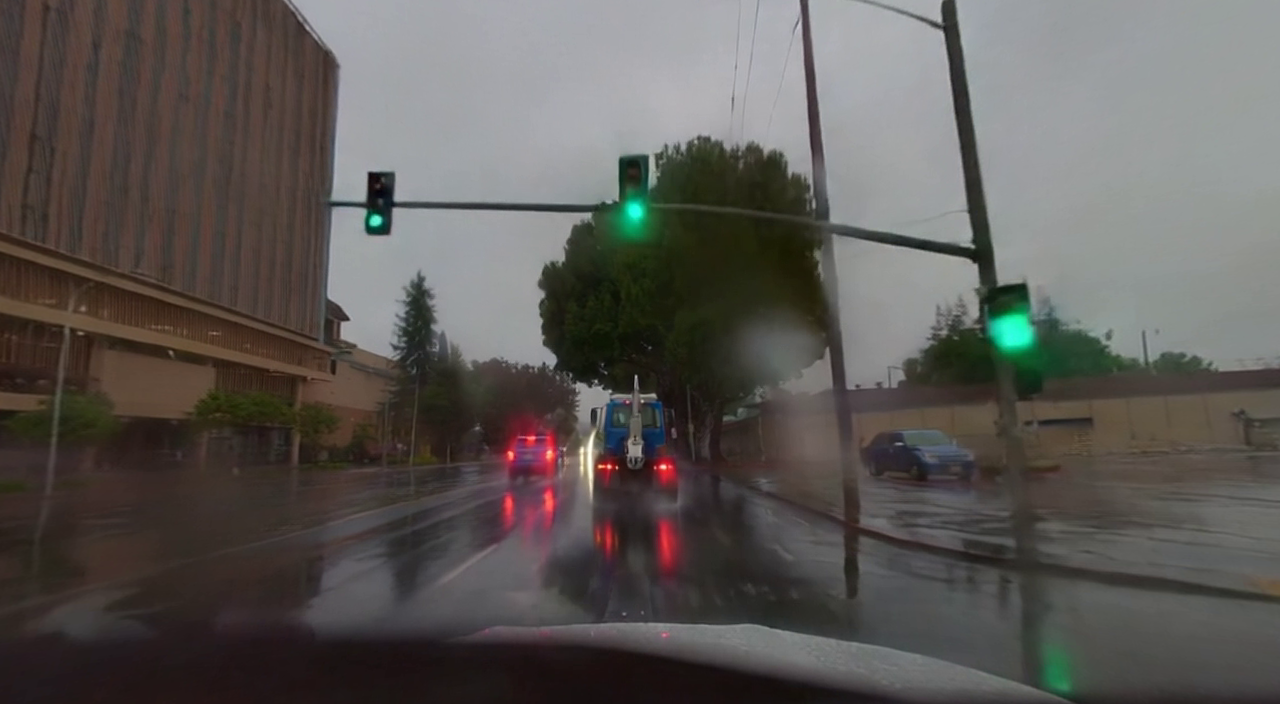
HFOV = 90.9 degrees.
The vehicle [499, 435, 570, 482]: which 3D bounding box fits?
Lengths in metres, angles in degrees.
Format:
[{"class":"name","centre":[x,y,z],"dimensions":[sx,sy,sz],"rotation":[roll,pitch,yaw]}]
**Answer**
[{"class":"vehicle","centre":[-4.063,4.177,25.034],"dimensions":[2.081,1.688,4.235],"rotation":[0,-9,0]}]

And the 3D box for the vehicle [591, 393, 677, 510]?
[{"class":"vehicle","centre":[-0.381,3.777,24.419],"dimensions":[2.552,3.461,11.044],"rotation":[0,-8,-2]}]

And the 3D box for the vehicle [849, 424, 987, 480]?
[{"class":"vehicle","centre":[9.893,3.618,22.976],"dimensions":[2.186,1.783,4.716],"rotation":[1,-9,-11]}]
